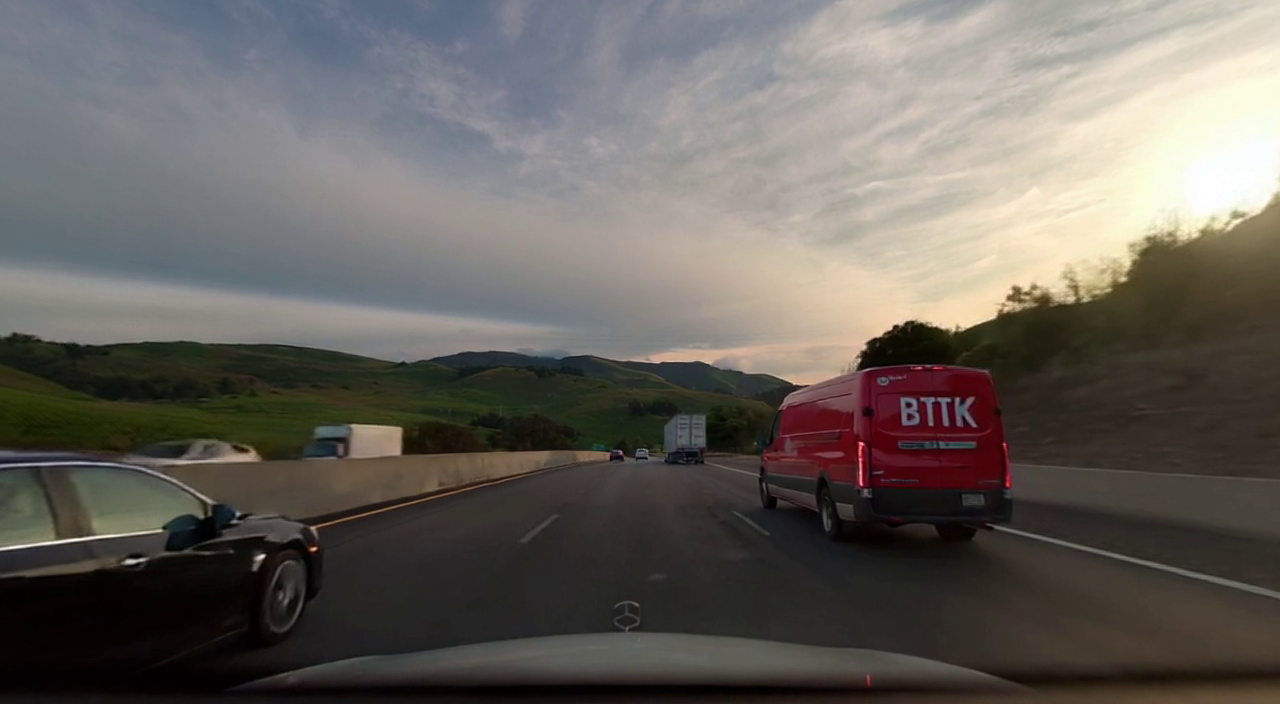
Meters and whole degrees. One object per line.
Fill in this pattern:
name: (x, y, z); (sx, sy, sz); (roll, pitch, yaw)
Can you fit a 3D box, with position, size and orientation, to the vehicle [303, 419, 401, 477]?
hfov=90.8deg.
vehicle: (-18.509, 6.266, 41.193); (2.637, 3.409, 7.744); (0, -9, 0)
